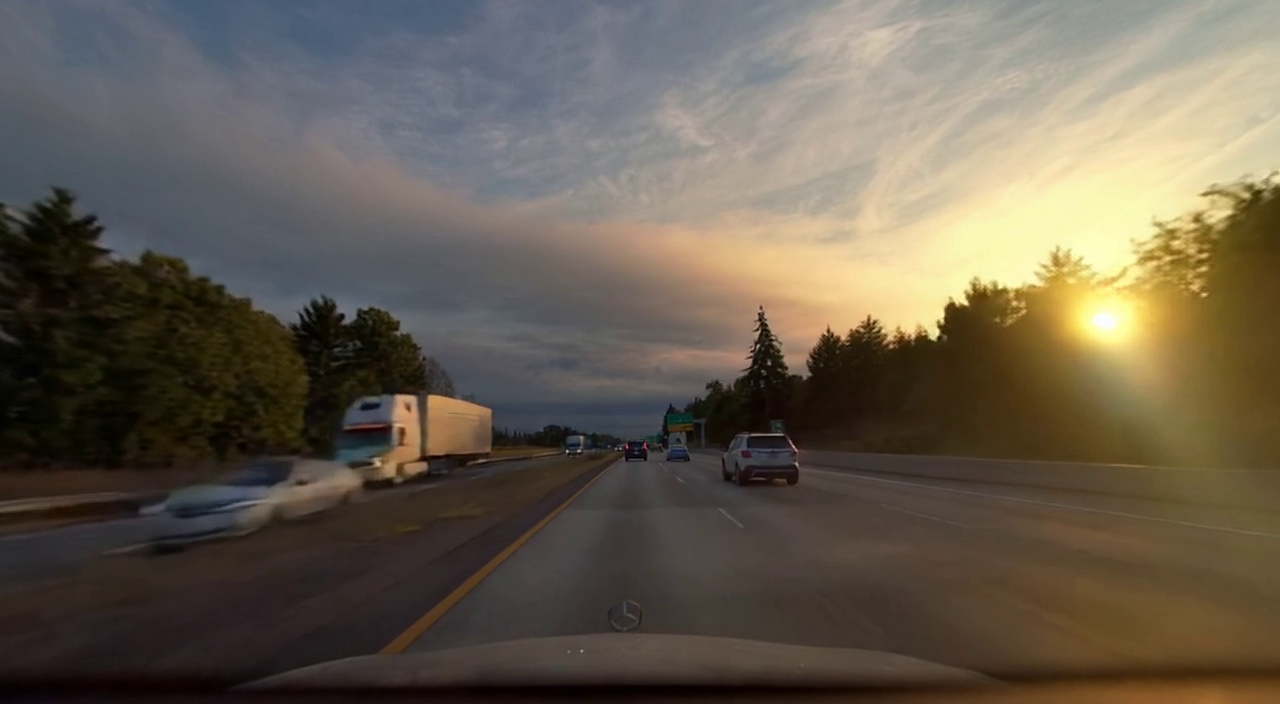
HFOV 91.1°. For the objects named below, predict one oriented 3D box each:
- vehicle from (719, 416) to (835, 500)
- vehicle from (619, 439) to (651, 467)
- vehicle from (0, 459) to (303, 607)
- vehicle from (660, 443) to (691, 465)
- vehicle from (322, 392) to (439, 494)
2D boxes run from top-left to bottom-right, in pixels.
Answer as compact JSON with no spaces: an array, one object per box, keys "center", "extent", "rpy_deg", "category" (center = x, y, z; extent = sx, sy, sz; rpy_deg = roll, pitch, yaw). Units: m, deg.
[{"center":[3.569,2.879,17.386],"extent":[1.981,1.984,4.623],"rpy_deg":[0,-9,-2],"category":"vehicle"},{"center":[-0.348,7.254,45.332],"extent":[2.192,1.912,4.524],"rpy_deg":[0,-9,-1],"category":"vehicle"},{"center":[-6.953,2.293,8.895],"extent":[1.901,1.462,4.439],"rpy_deg":[0,-9,0],"category":"vehicle"},{"center":[2.741,8.051,49.555],"extent":[2.123,1.620,4.959],"rpy_deg":[0,-9,-1],"category":"vehicle"},{"center":[-10.709,3.821,26.362],"extent":[3.343,3.964,3.305],"rpy_deg":[0,-9,0],"category":"vehicle"}]
